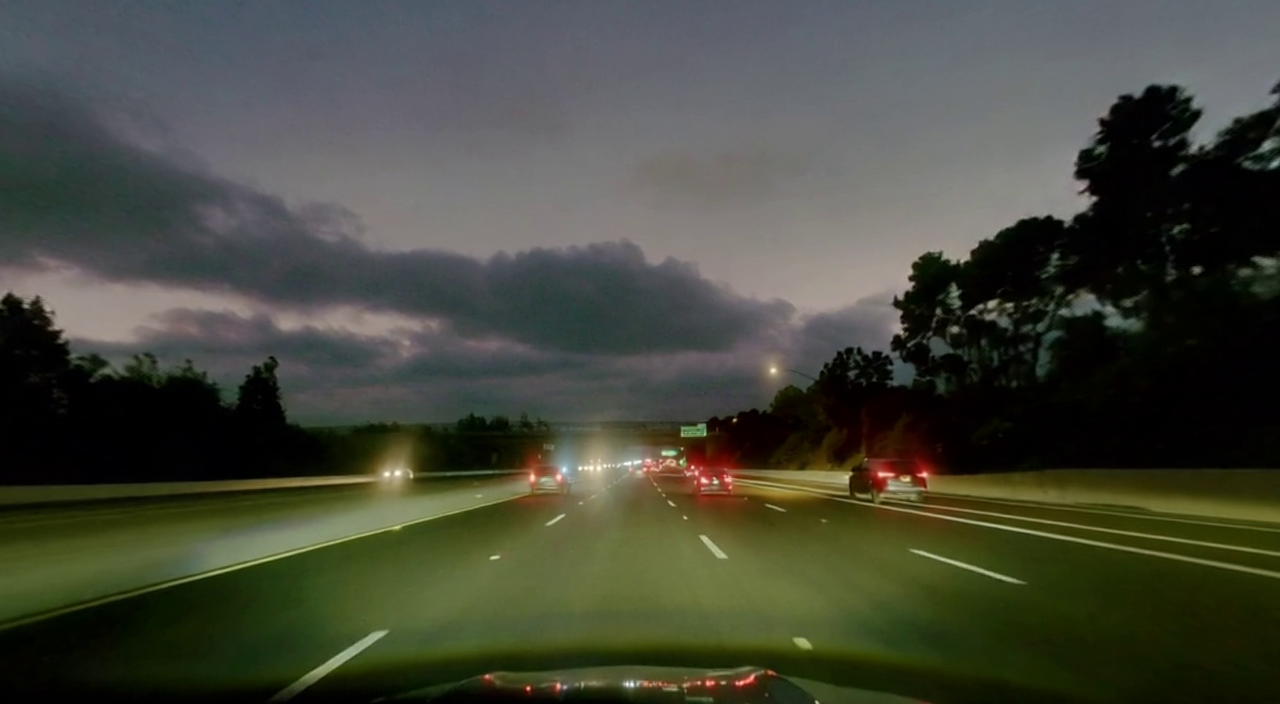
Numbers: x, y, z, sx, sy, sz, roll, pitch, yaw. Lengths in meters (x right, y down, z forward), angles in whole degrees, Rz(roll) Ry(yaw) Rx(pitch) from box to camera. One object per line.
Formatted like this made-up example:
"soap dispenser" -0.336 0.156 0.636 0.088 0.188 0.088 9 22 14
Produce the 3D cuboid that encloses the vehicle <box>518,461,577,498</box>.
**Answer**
"vehicle" -3.992 5.616 27.871 1.975 1.486 3.903 1 -10 1

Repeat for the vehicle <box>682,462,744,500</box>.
"vehicle" 3.129 5.662 27.835 2.092 1.518 4.348 1 -10 -2
